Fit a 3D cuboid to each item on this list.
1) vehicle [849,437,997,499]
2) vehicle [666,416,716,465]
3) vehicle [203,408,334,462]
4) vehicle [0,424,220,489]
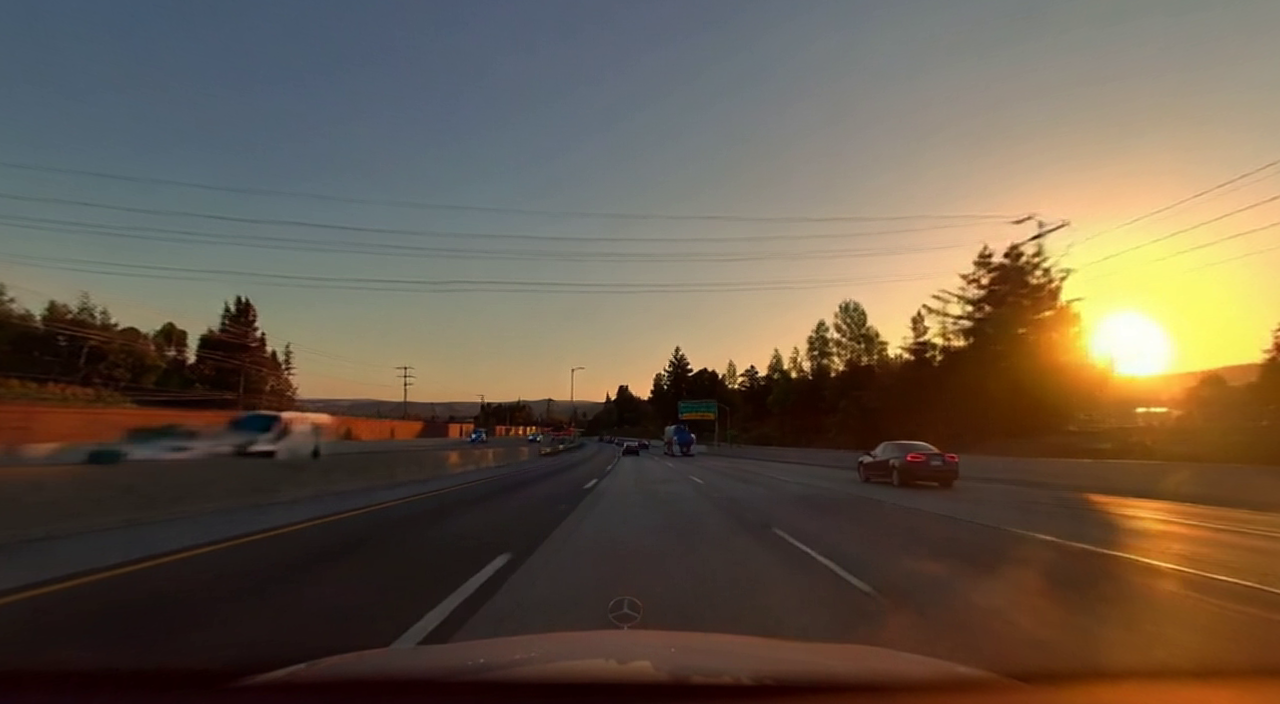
[{"bbox_3d":[7.544,3.113,17.447,1.905,1.480,4.624,0,-8,-1],"label":"vehicle"},{"bbox_3d":[3.526,6.388,45.360,2.791,3.179,8.074,0,-8,-1],"label":"vehicle"},{"bbox_3d":[-17.571,4.027,30.357,2.710,2.301,6.010,0,-8,-1],"label":"vehicle"},{"bbox_3d":[-13.815,2.738,16.832,2.199,1.484,4.300,0,-8,0],"label":"vehicle"}]
